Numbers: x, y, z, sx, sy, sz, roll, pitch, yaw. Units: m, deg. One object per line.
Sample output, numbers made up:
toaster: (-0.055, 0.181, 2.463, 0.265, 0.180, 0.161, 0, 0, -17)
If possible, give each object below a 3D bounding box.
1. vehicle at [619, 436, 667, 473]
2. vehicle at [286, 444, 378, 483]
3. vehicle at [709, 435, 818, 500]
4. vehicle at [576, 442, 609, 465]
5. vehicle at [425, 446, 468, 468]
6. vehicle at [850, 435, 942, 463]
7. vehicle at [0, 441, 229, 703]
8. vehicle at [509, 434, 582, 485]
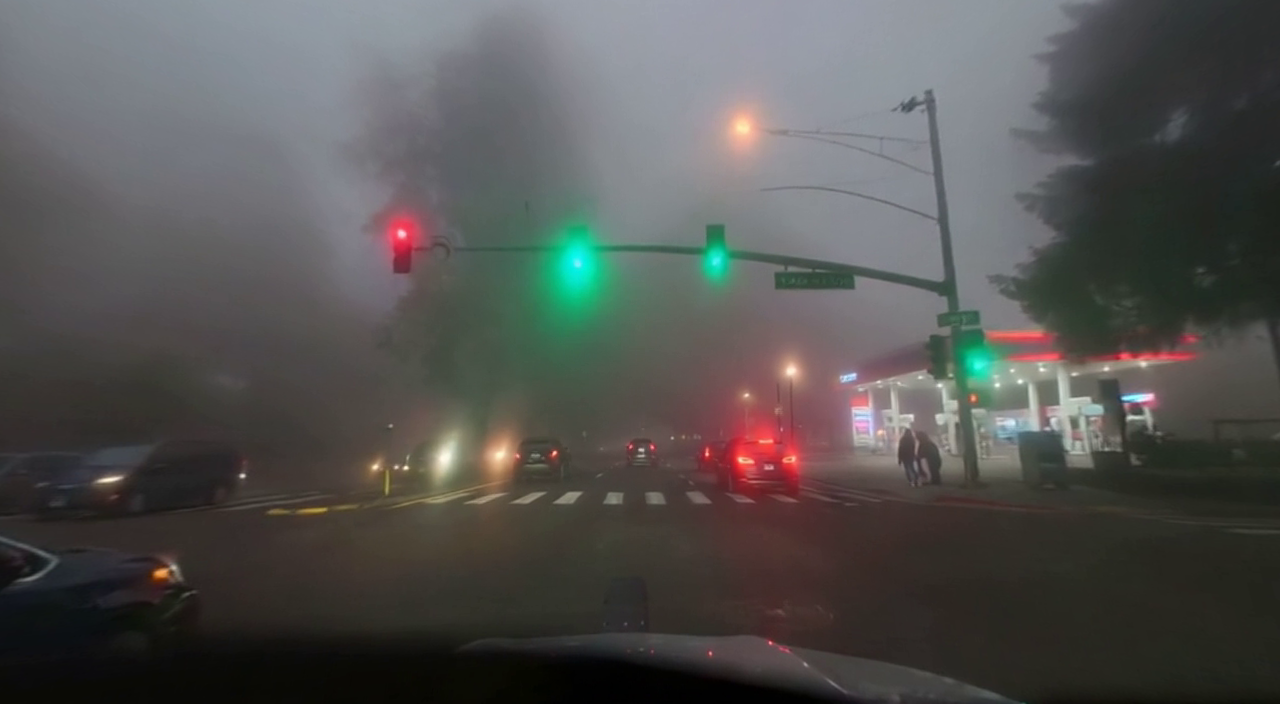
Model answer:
vehicle: (0.119, 4.960, 30.692, 2.192, 1.674, 4.124, 0, -8, 0)
vehicle: (-15.067, 5.440, 31.175, 2.080, 1.756, 4.723, 0, -8, 0)
vehicle: (3.129, 3.030, 16.976, 1.919, 1.502, 4.572, 0, -8, -1)
vehicle: (-3.183, 6.890, 42.878, 1.901, 1.483, 4.372, 0, -8, 0)
vehicle: (-15.085, 8.202, 49.278, 1.905, 1.613, 4.331, 0, -8, 1)
vehicle: (15.992, 6.064, 39.527, 1.860, 1.587, 4.949, 8, -12, -44)
vehicle: (-3.347, 0.856, 1.282, 2.013, 1.354, 4.393, 0, -8, 1)
vehicle: (-3.294, 3.836, 22.755, 1.988, 1.645, 3.995, 0, -8, 1)
